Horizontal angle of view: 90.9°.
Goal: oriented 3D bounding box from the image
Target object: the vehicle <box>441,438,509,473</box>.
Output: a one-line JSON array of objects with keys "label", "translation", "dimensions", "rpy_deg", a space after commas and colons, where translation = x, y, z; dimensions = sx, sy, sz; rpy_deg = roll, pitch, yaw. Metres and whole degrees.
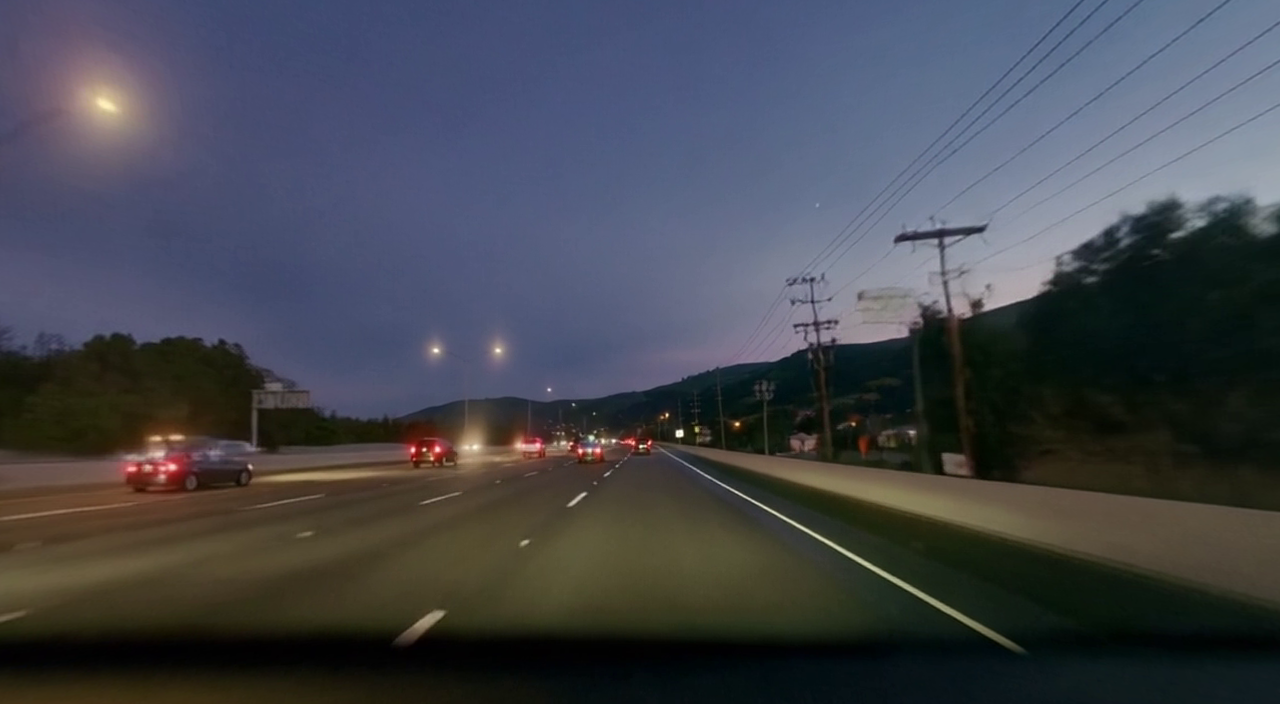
[{"label": "vehicle", "translation": [-7.455, 4.729, 28.915], "dimensions": [1.899, 1.472, 4.202], "rpy_deg": [0, -8, 1]}]

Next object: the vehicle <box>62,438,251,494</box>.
[{"label": "vehicle", "translation": [-14.378, 3.401, 19.238], "dimensions": [1.885, 1.474, 4.849], "rpy_deg": [0, -9, 1]}]

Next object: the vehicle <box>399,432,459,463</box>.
[{"label": "vehicle", "translation": [-14.181, 6.469, 42.710], "dimensions": [2.172, 1.946, 5.017], "rpy_deg": [0, -9, 1]}]
